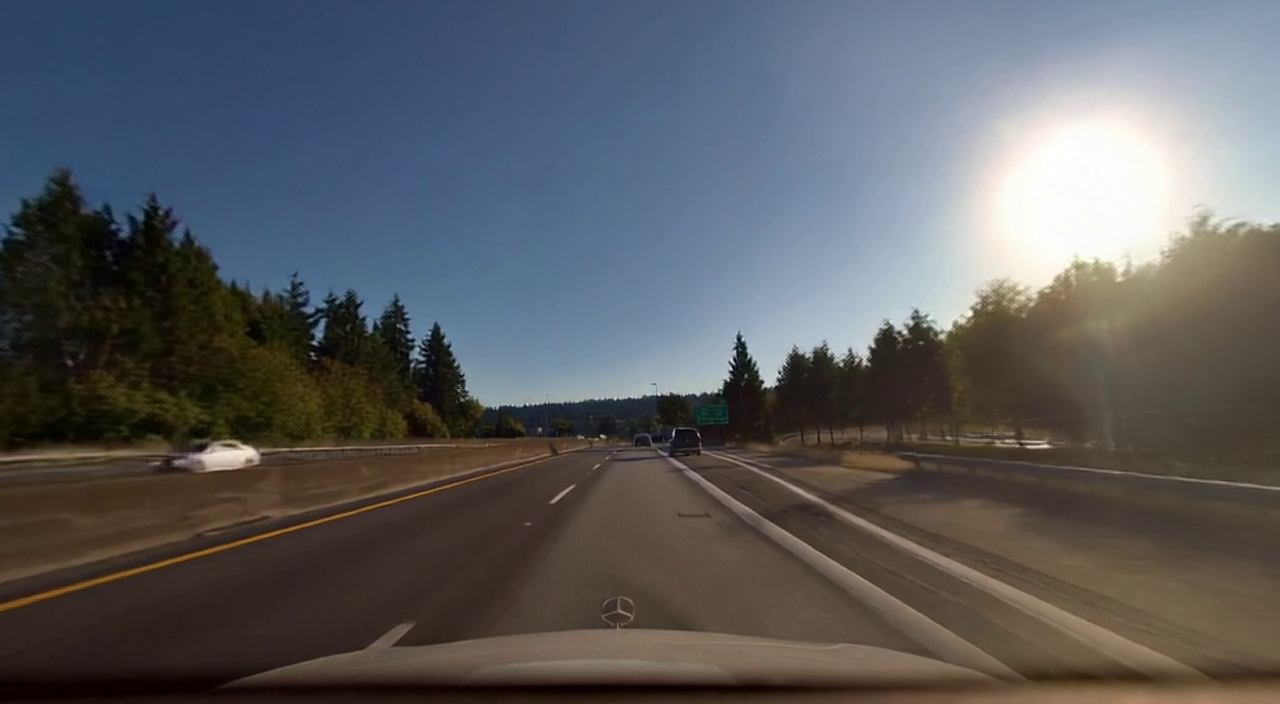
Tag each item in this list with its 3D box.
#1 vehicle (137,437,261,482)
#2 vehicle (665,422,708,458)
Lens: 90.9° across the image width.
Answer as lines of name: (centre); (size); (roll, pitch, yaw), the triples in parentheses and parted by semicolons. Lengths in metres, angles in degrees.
vehicle: (-15.418, 3.743, 22.296); (1.727, 1.439, 3.695); (0, -8, -1)
vehicle: (3.100, 5.991, 42.931); (2.450, 2.314, 4.753); (0, -8, -1)
